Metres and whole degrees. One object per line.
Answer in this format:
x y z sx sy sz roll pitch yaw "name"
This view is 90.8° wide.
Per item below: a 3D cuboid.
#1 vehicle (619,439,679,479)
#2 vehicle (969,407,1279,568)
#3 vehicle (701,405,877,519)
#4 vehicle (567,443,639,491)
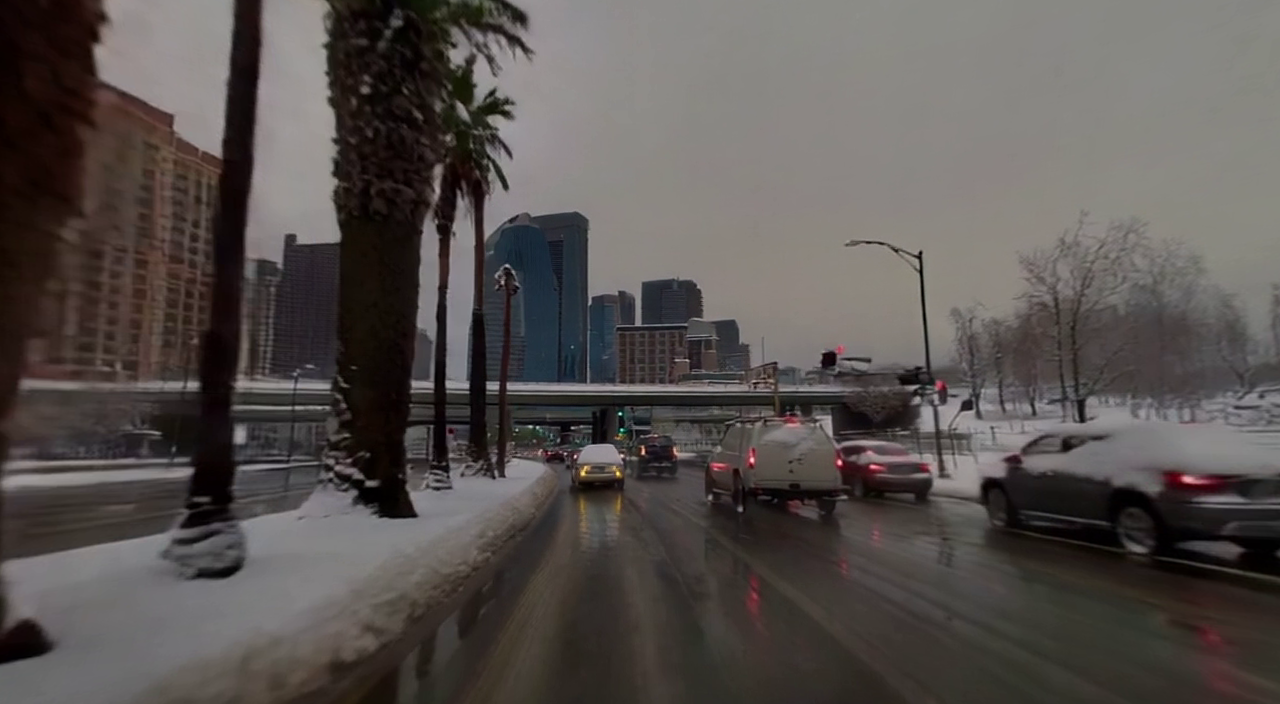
0.367 5.813 34.556 2.407 1.991 5.130 1 -9 -9 "vehicle"
7.284 1.842 9.358 2.164 1.745 4.677 0 -9 -2 "vehicle"
3.142 2.513 14.852 2.434 2.171 5.098 1 -9 -6 "vehicle"
-1.527 4.322 24.152 2.332 1.625 4.933 1 -9 -8 "vehicle"
